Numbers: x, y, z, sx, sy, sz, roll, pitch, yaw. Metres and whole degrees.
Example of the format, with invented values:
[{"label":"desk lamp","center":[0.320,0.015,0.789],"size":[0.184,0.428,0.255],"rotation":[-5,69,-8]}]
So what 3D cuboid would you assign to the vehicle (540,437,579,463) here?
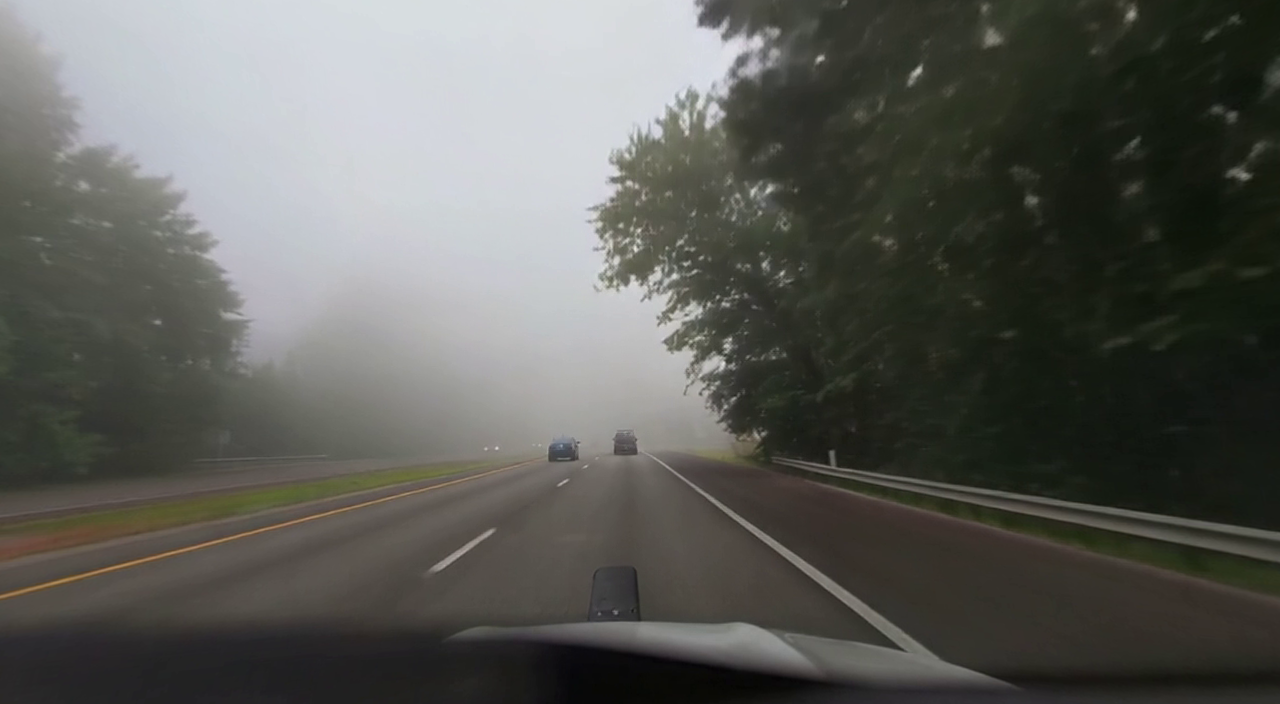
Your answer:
[{"label":"vehicle","center":[-4.729,5.800,37.685],"size":[1.907,1.445,4.049],"rotation":[0,-8,-1]}]

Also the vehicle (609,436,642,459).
[{"label":"vehicle","center":[-0.973,6.537,43.362],"size":[2.162,1.460,4.242],"rotation":[0,-8,-1]}]
